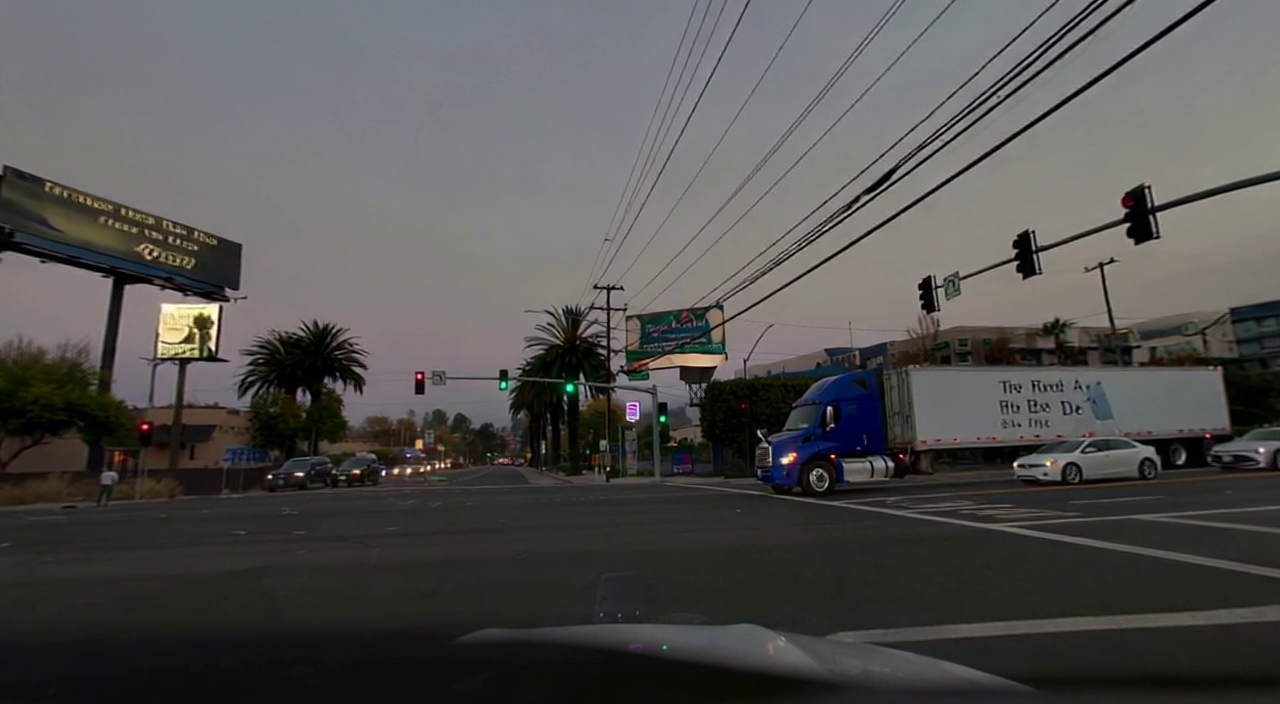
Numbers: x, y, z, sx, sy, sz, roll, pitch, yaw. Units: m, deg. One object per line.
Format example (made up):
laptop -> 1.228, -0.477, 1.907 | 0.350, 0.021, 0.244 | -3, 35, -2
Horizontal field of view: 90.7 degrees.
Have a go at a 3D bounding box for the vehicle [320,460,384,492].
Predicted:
vehicle -> -18.041, 7.732, 39.908 | 2.028, 1.744, 4.876 | 0, -9, -5

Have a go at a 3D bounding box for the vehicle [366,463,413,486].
vehicle -> -18.965, 9.263, 48.091 | 1.834, 1.521, 4.970 | 0, -9, -4

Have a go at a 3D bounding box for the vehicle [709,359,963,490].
vehicle -> 6.951, 2.669, 23.162 | 8.167, 4.352, 3.029 | 1, -9, -10

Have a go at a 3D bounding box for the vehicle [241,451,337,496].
vehicle -> -22.468, 7.739, 40.933 | 2.989, 2.573, 6.053 | 0, -9, -3

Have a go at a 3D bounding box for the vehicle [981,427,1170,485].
vehicle -> 14.259, 3.430, 20.866 | 4.958, 1.510, 1.949 | -2, -10, -9

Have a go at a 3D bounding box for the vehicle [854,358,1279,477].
vehicle -> 17.207, 2.631, 24.973 | 17.071, 4.151, 2.876 | 1, -9, -10

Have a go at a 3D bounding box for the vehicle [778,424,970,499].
vehicle -> 7.261, 3.425, 19.930 | 5.079, 1.893, 2.200 | -2, -10, -10
